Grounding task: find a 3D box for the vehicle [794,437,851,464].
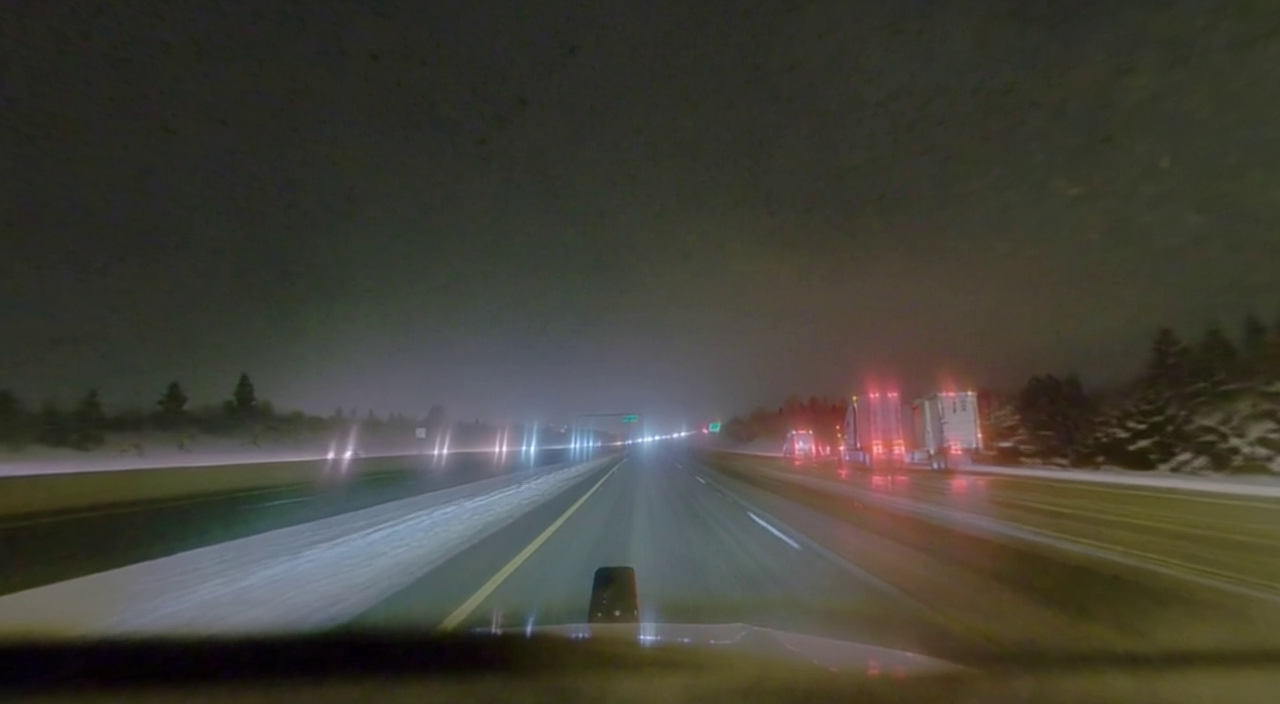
[{"bbox_3d":[11.276,6.111,39.282,2.229,1.599,4.253,0,-8,0],"label":"vehicle"}]
